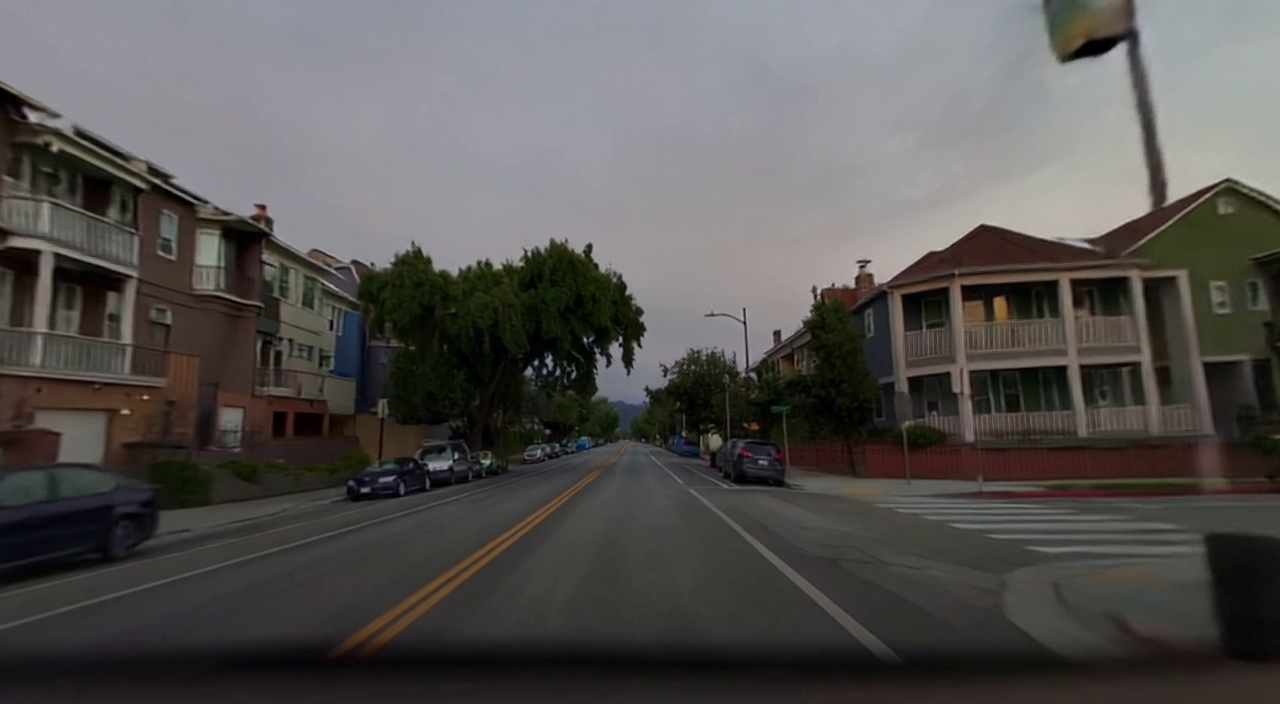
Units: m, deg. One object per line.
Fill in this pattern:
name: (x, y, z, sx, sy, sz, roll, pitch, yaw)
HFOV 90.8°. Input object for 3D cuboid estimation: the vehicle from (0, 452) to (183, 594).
vehicle: (-7.874, 1.968, 7.314, 1.836, 1.474, 4.565, -1, -8, -1)

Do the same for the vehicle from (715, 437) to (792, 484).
vehicle: (4.344, 4.225, 24.911, 2.034, 1.674, 4.271, 1, -8, -3)

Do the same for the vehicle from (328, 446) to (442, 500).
vehicle: (-8.040, 3.822, 20.423, 1.967, 1.517, 4.360, 0, -8, -2)

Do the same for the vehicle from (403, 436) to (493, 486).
vehicle: (-7.838, 4.513, 26.400, 2.283, 1.853, 4.903, 0, -9, -1)

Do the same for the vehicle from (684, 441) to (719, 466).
vehicle: (4.093, 6.825, 42.569, 1.845, 1.556, 3.929, 0, -8, -1)
